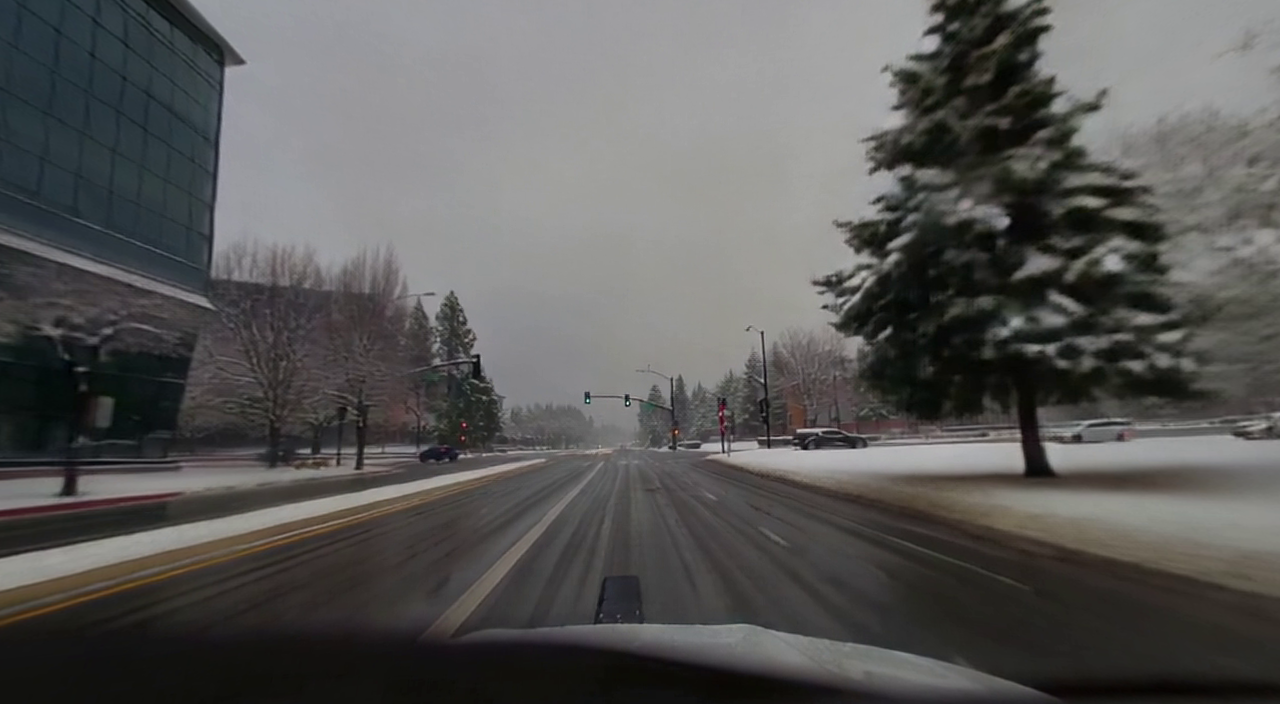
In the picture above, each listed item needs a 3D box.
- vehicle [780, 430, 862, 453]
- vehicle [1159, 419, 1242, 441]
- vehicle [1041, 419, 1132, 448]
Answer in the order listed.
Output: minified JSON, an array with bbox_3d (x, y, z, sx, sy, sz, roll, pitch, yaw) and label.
[{"bbox_3d":[11.700,5.809,41.089,4.670,1.476,2.042,0,-8,-1],"label":"vehicle"},{"bbox_3d":[42.345,5.931,47.947,1.801,1.495,4.816,0,-9,-2],"label":"vehicle"},{"bbox_3d":[24.343,4.520,34.703,1.859,1.453,4.076,0,-9,-2],"label":"vehicle"}]
